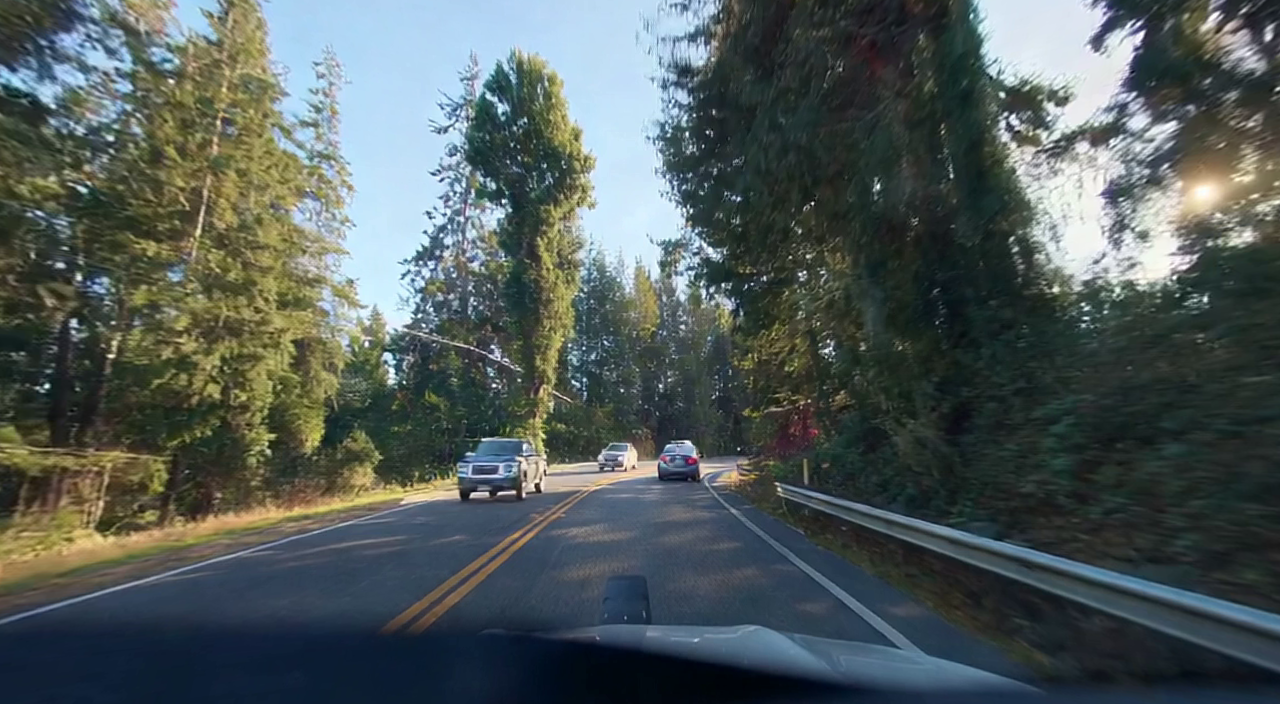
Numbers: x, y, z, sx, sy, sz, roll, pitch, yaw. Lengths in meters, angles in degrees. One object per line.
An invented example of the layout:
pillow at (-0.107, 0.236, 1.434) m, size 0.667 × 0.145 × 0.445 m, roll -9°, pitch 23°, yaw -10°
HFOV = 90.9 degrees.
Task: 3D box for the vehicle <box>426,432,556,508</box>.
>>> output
vehicle at (-3.791, 3.077, 16.961) m, size 2.173 × 1.738 × 4.297 m, roll 0°, pitch -8°, yaw 4°

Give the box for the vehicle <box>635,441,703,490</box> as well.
vehicle at (1.144, 4.110, 23.255) m, size 2.274 × 1.583 × 4.349 m, roll -1°, pitch -8°, yaw 5°
